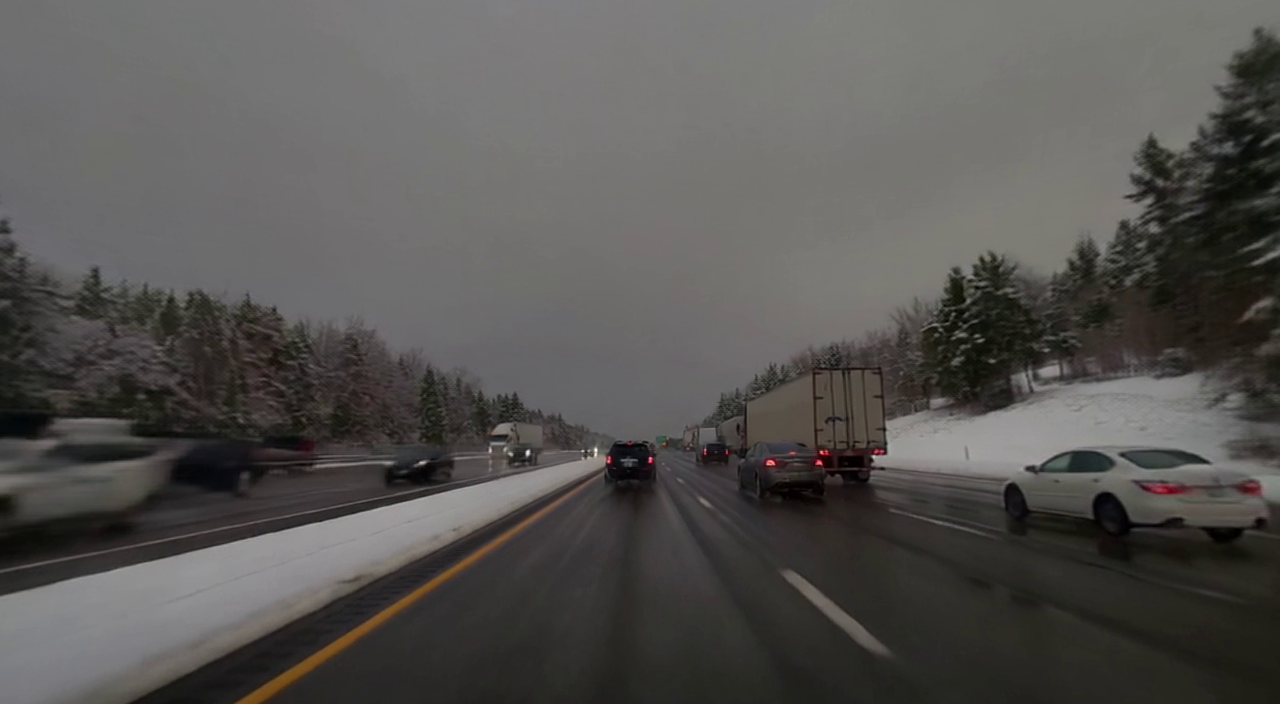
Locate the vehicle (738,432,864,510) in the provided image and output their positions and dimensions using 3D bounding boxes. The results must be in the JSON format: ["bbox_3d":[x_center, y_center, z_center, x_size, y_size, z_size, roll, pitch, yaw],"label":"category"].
[{"bbox_3d":[3.624,2.752,15.003,1.920,1.594,3.867,0,-9,-1],"label":"vehicle"}]

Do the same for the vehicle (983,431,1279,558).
[{"bbox_3d":[7.329,1.989,9.504,1.951,1.467,4.173,0,-9,0],"label":"vehicle"}]

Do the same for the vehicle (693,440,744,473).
[{"bbox_3d":[4.090,5.545,33.699,2.150,1.632,4.260,0,-9,0],"label":"vehicle"}]

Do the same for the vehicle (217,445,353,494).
[{"bbox_3d":[-12.004,3.995,21.795,1.908,1.478,4.690,0,-9,1],"label":"vehicle"}]

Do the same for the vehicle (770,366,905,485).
[{"bbox_3d":[7.666,3.152,25.993,2.823,4.063,8.485,0,-9,1],"label":"vehicle"}]

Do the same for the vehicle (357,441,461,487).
[{"bbox_3d":[-8.147,3.993,22.735,2.106,1.494,4.170,0,-9,1],"label":"vehicle"}]

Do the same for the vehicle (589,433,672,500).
[{"bbox_3d":[-0.202,3.074,17.208,2.023,1.618,3.628,0,-9,1],"label":"vehicle"}]

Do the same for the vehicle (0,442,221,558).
[{"bbox_3d":[-9.280,2.205,10.014,2.053,1.476,4.544,0,-9,1],"label":"vehicle"}]

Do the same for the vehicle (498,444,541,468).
[{"bbox_3d":[-8.261,7.151,43.577,1.976,1.549,4.303,0,-9,1],"label":"vehicle"}]
